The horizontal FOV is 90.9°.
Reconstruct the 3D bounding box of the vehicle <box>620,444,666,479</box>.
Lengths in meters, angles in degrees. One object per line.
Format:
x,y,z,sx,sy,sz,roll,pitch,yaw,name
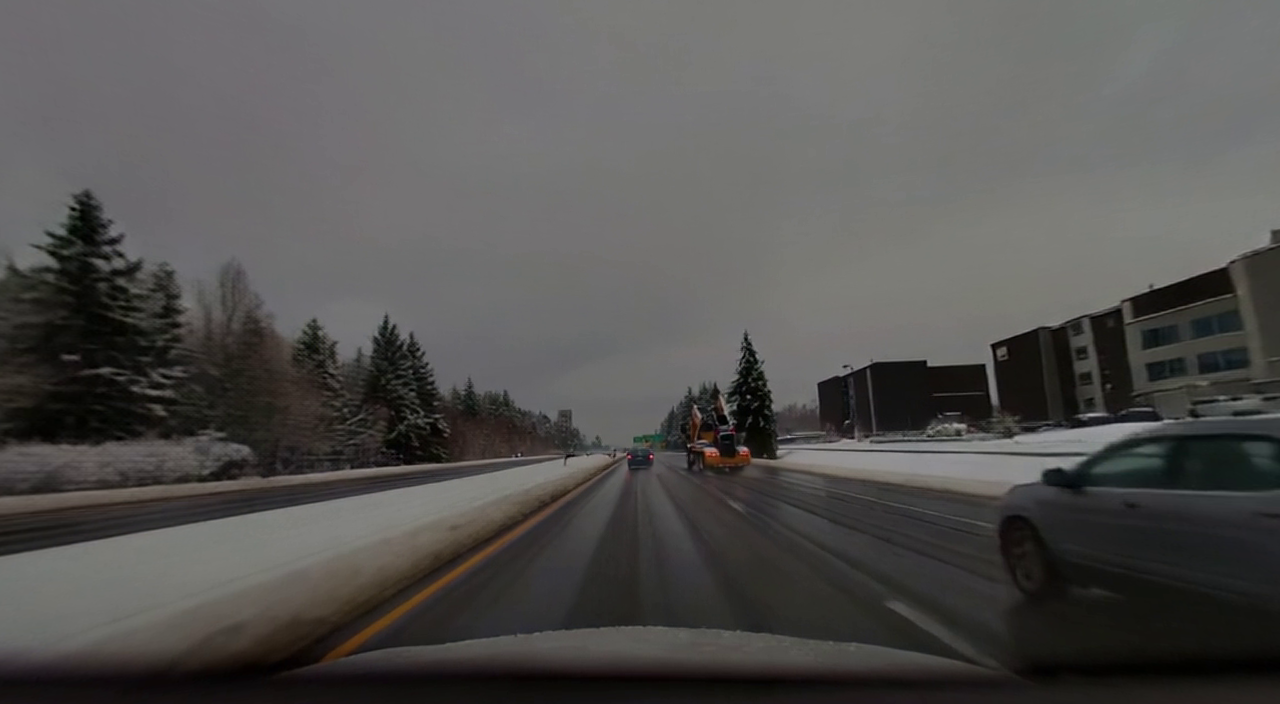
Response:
0.109,5.136,29.841,2.045,1.527,4.023,0,-9,-1,vehicle

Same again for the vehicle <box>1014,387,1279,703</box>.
3.765,0.893,2.475,2.168,1.529,3.883,0,-9,0,vehicle

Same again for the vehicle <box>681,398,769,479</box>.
4.033,4.435,31.949,3.089,3.568,8.101,0,-9,-2,vehicle
